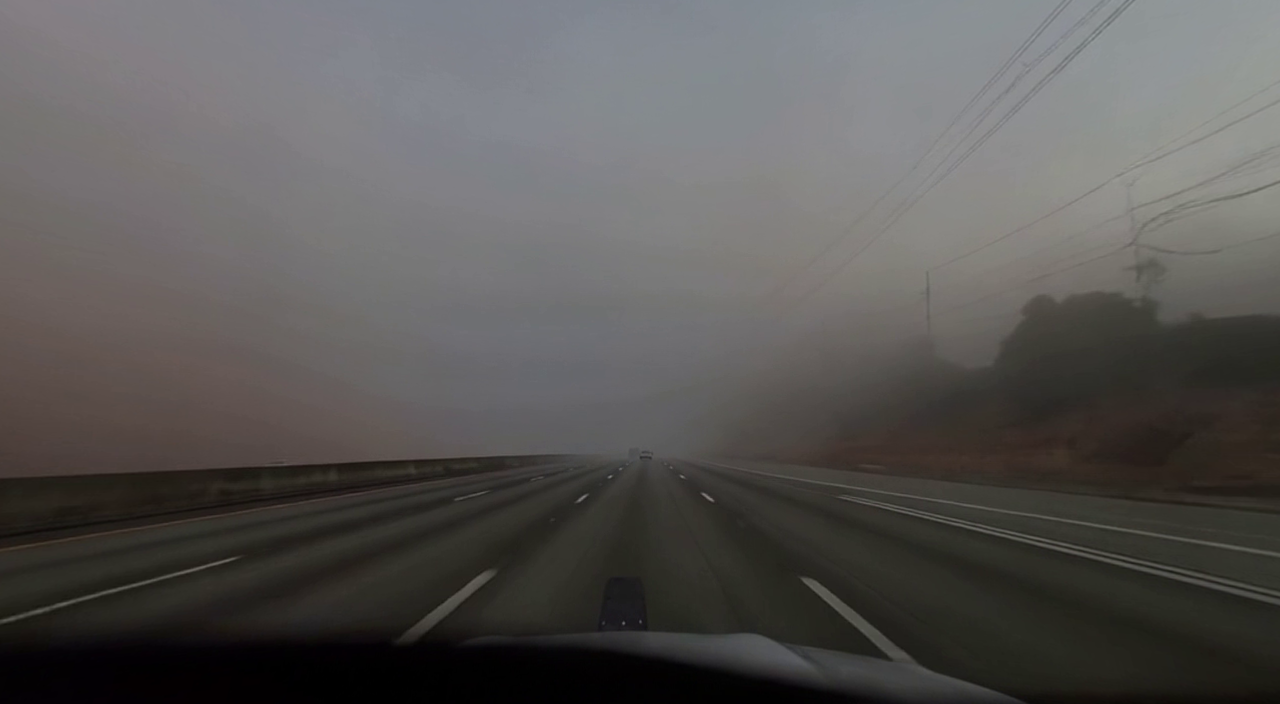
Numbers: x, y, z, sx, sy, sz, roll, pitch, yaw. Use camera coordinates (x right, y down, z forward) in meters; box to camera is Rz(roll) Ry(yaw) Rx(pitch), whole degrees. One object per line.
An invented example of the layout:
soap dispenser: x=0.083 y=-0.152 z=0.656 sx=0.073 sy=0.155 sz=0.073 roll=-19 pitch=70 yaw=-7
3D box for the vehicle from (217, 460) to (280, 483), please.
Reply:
vehicle: x=-27.740 y=8.449 z=44.808 sx=1.687 sy=1.391 sz=4.192 roll=0 pitch=-8 yaw=2
